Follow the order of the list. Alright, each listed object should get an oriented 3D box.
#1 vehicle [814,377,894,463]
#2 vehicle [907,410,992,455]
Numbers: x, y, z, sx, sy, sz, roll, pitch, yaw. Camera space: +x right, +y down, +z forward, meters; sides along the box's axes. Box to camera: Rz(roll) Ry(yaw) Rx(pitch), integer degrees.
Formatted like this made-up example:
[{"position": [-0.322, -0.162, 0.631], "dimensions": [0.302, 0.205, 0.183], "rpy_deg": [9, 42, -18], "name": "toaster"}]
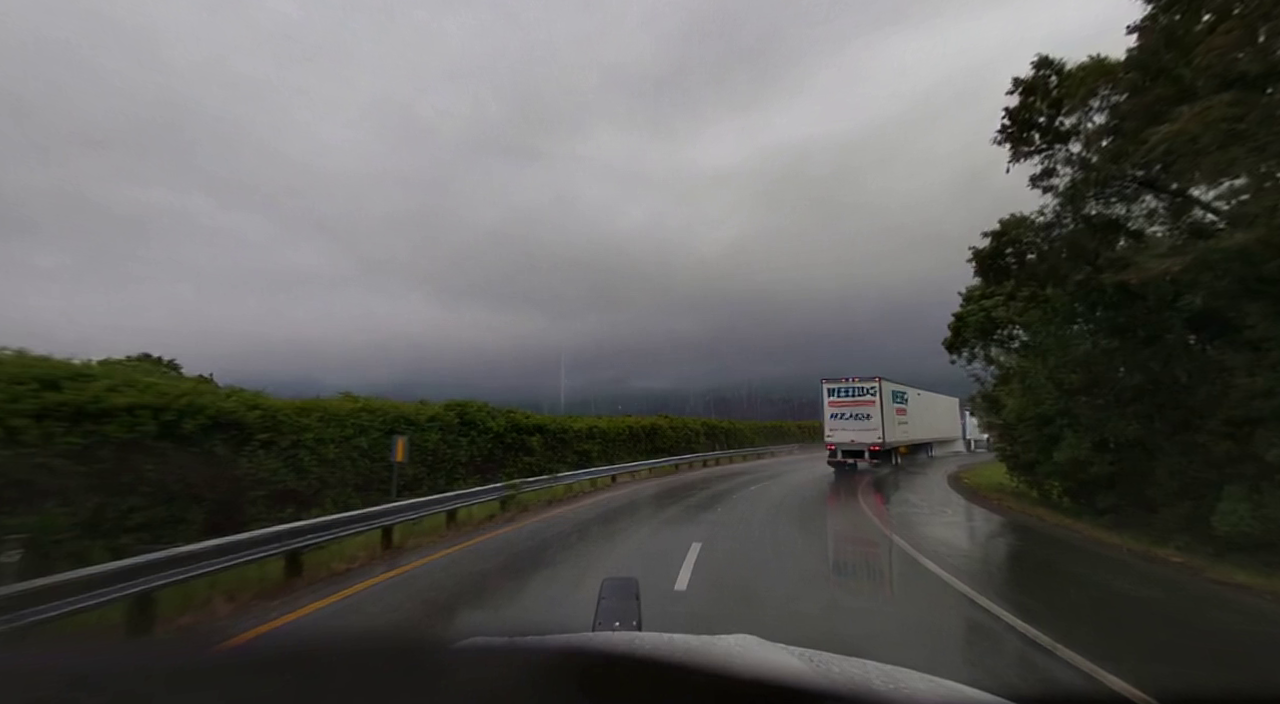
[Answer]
[{"position": [10.153, 3.270, 29.729], "dimensions": [2.963, 3.771, 3.137], "rpy_deg": [-4, -9, 29], "name": "vehicle"}, {"position": [19.093, 4.946, 38.594], "dimensions": [6.650, 2.524, 2.120], "rpy_deg": [7, -10, -41], "name": "vehicle"}]
